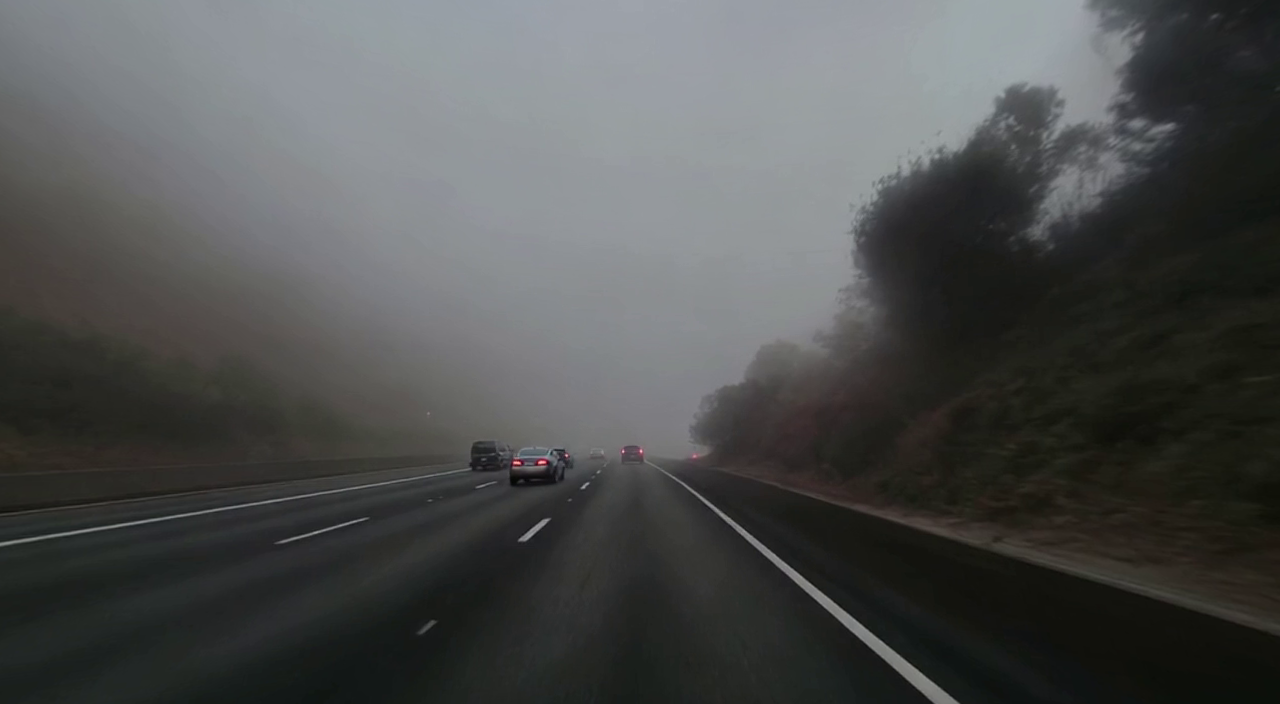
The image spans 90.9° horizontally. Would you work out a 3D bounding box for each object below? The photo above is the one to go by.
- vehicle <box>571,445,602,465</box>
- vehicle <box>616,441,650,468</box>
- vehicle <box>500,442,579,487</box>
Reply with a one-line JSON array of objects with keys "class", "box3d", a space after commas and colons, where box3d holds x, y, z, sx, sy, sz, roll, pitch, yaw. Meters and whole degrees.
[{"class": "vehicle", "box3d": [-4.153, 8.112, 49.967, 2.099, 1.467, 4.275, 0, -8, 0]}, {"class": "vehicle", "box3d": [-0.523, 6.884, 42.455, 2.138, 1.674, 4.044, 0, -8, -2]}, {"class": "vehicle", "box3d": [-3.571, 4.102, 23.413, 2.080, 1.505, 4.649, 0, -8, 1]}]
